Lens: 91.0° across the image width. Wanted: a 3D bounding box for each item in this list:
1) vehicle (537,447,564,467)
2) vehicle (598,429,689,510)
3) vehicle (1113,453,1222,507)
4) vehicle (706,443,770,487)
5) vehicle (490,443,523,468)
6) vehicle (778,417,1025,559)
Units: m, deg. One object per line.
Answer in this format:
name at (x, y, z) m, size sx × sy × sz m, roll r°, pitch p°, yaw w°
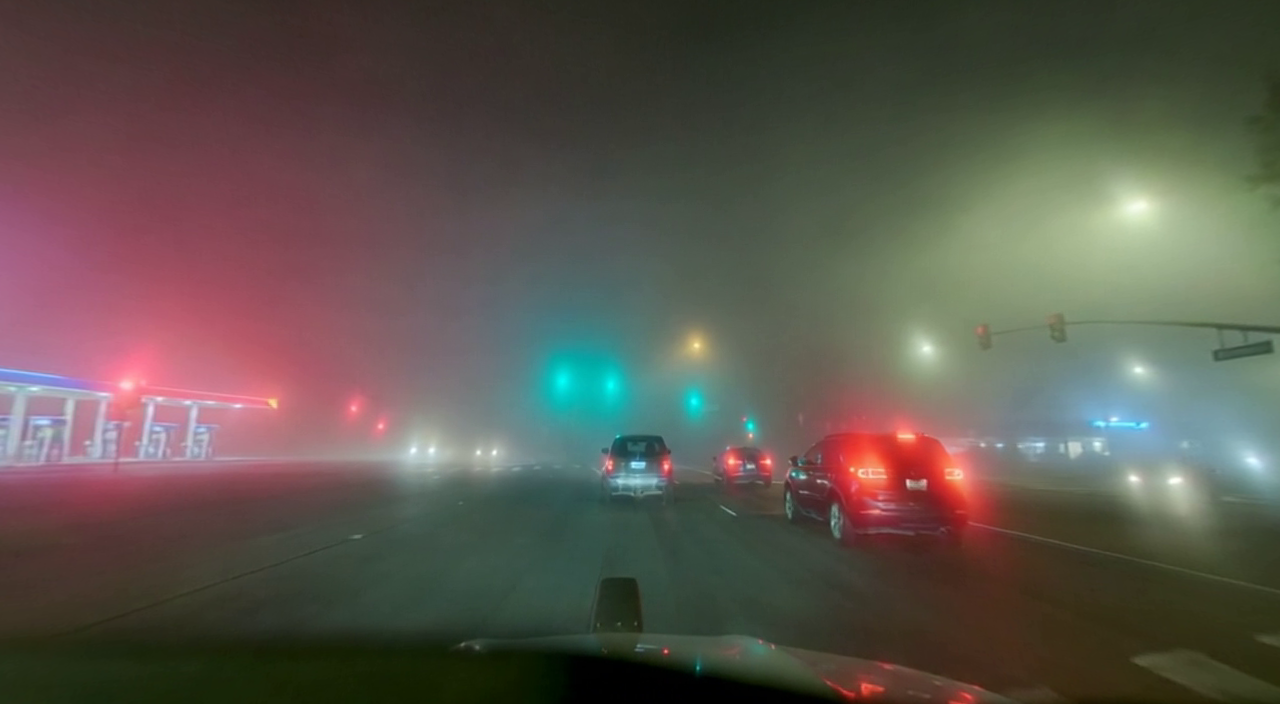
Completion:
vehicle at (-6.993, 8.146, 48.999) m, size 1.987 × 1.505 × 4.337 m, roll 1°, pitch -9°, yaw -9°
vehicle at (0.040, 2.937, 16.218) m, size 2.051 × 1.798 × 4.168 m, roll 0°, pitch -8°, yaw -1°
vehicle at (16.760, 4.008, 20.235) m, size 2.057 × 1.473 × 4.462 m, roll -5°, pitch -10°, yaw 33°
vehicle at (3.780, 4.391, 24.778) m, size 1.800 × 1.592 × 3.658 m, roll 0°, pitch -9°, yaw -2°
vehicle at (-9.830, 7.646, 46.755) m, size 1.992 × 1.755 × 4.283 m, roll 1°, pitch -9°, yaw -7°
vehicle at (3.745, 2.009, 10.022) m, size 2.000 × 1.745 × 4.206 m, roll 0°, pitch -8°, yaw -2°
